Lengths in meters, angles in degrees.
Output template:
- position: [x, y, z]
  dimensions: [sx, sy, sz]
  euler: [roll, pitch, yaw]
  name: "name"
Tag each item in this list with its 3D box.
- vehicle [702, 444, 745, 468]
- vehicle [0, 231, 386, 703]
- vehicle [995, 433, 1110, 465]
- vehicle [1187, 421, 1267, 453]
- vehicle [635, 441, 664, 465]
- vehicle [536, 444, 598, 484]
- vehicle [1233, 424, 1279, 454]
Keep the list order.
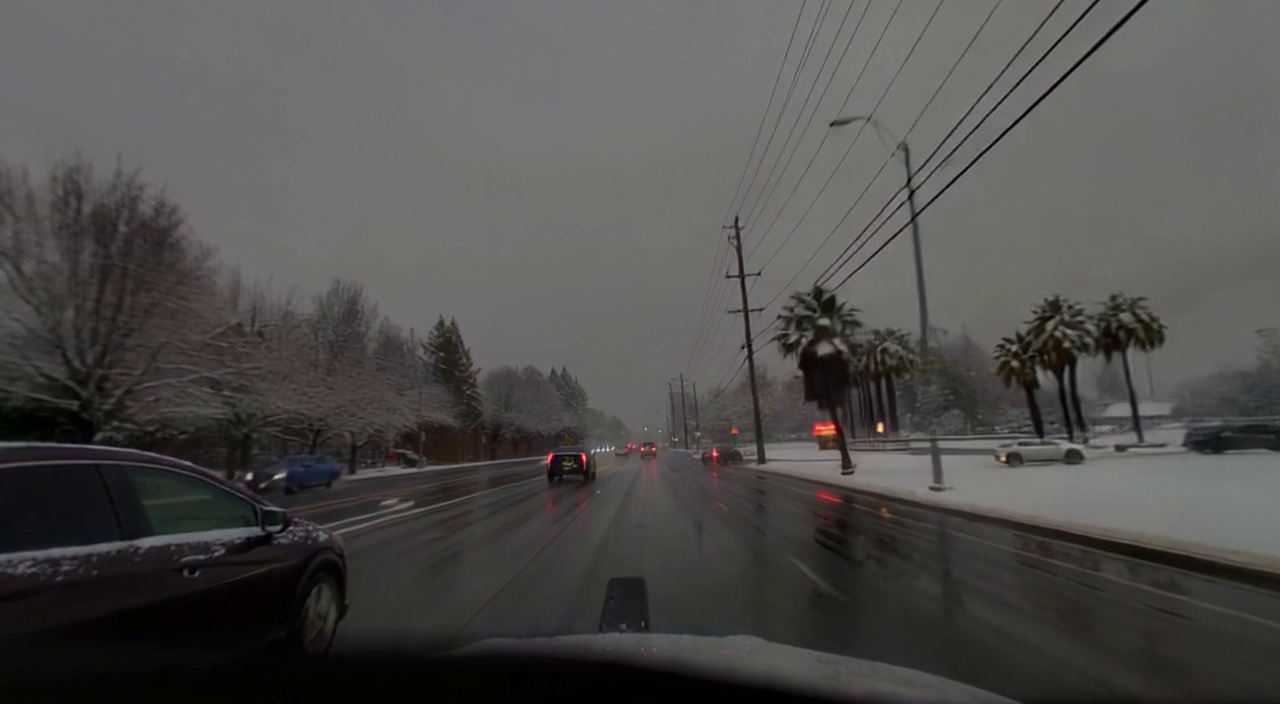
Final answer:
- position: [5.640, 6.945, 42.284]
  dimensions: [2.062, 1.541, 4.420]
  euler: [-3, -9, 18]
  name: "vehicle"
- position: [-3.105, 0.608, 1.706]
  dimensions: [2.381, 1.961, 5.563]
  euler: [-1, -9, 2]
  name: "vehicle"
- position: [21.117, 4.991, 32.448]
  dimensions: [4.392, 1.535, 2.131]
  euler: [0, -9, 0]
  name: "vehicle"
- position: [34.942, 5.075, 37.495]
  dimensions: [4.347, 1.761, 2.002]
  euler: [4, -10, -28]
  name: "vehicle"
- position: [0.749, 7.827, 48.812]
  dimensions: [2.155, 1.781, 3.977]
  euler: [0, -9, 1]
  name: "vehicle"
- position: [-2.865, 4.493, 25.555]
  dimensions: [1.982, 1.451, 4.152]
  euler: [0, -9, 1]
  name: "vehicle"
- position: [34.302, 4.682, 33.811]
  dimensions: [4.632, 1.533, 2.015]
  euler: [4, -10, -27]
  name: "vehicle"
